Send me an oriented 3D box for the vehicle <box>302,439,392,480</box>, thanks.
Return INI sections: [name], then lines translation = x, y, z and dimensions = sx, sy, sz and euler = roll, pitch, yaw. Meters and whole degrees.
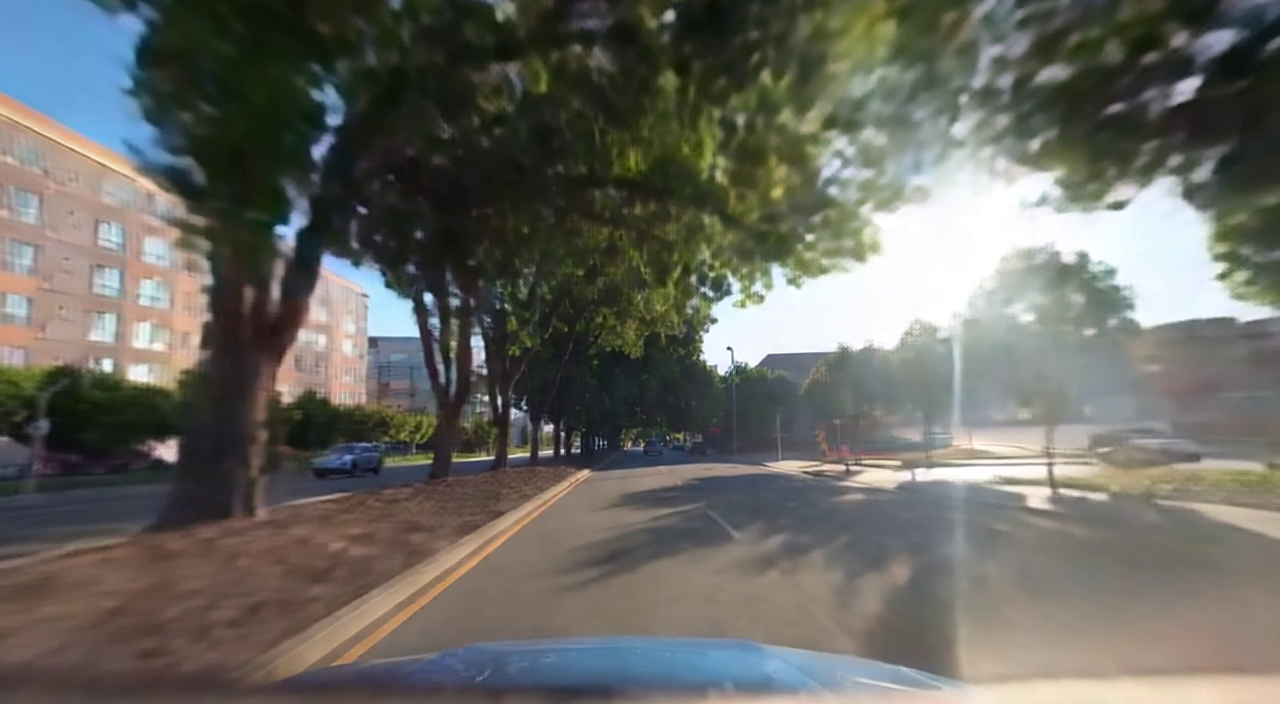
[vehicle]
translation = -15.377, 5.631, 33.546
dimensions = 2.141, 1.942, 5.474
euler = 0, -8, 0
